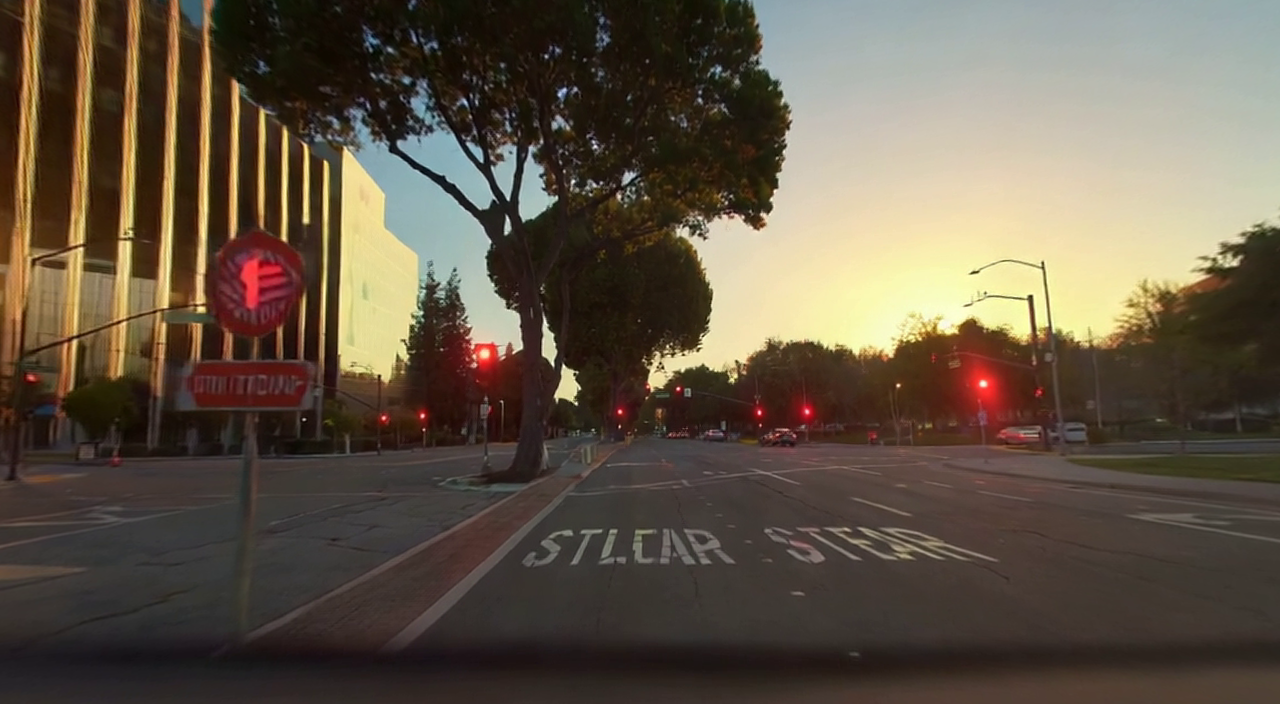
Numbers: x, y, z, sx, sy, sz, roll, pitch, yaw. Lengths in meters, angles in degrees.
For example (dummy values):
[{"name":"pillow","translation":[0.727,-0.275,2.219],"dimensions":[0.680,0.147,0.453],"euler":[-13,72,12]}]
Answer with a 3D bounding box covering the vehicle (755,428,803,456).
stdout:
[{"name":"vehicle","translation":[9.768,6.422,44.853],"dimensions":[2.156,1.881,4.743],"euler":[0,-9,-2]}]
